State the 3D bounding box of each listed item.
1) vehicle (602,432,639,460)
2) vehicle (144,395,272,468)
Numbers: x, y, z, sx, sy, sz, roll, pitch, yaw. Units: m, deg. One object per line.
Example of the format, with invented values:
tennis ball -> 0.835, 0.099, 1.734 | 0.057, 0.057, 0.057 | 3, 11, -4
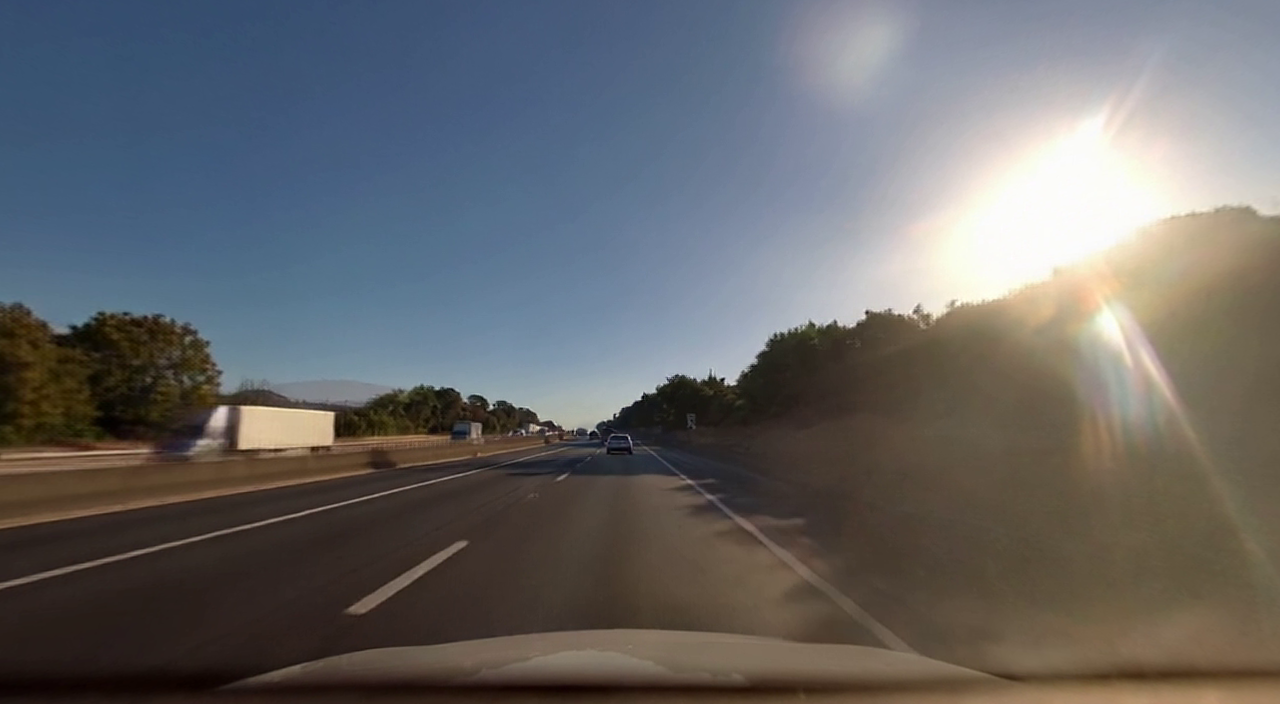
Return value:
vehicle -> -1.077, 5.214, 35.202 | 1.948, 1.470, 3.913 | 0, -8, -2
vehicle -> -24.230, 4.523, 35.734 | 2.958, 3.757, 5.987 | 0, -8, -1
